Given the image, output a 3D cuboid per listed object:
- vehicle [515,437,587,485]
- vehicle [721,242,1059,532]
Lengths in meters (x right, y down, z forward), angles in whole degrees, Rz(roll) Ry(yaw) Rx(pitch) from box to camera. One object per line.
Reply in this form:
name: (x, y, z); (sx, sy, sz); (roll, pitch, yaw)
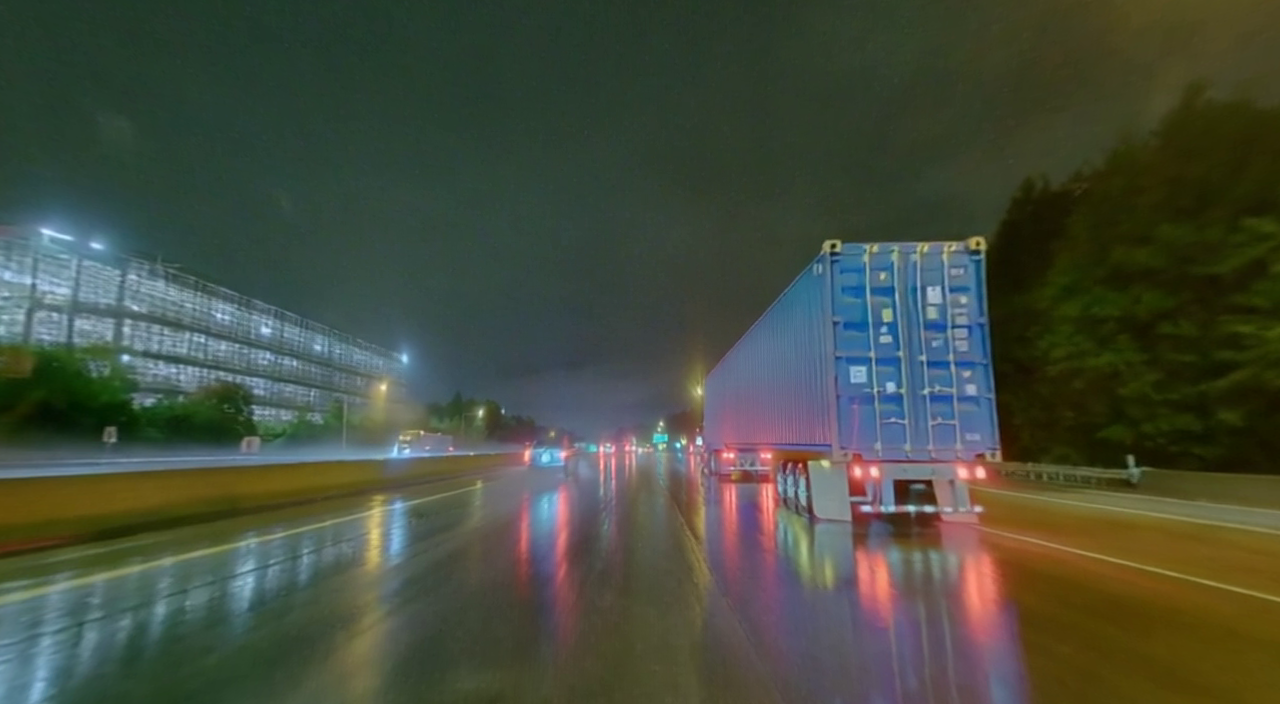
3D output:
vehicle: (-3.073, 3.848, 22.467); (1.954, 1.528, 4.010); (0, -9, 0)
vehicle: (4.209, 1.420, 15.371); (2.893, 3.992, 13.605); (0, -9, 1)
